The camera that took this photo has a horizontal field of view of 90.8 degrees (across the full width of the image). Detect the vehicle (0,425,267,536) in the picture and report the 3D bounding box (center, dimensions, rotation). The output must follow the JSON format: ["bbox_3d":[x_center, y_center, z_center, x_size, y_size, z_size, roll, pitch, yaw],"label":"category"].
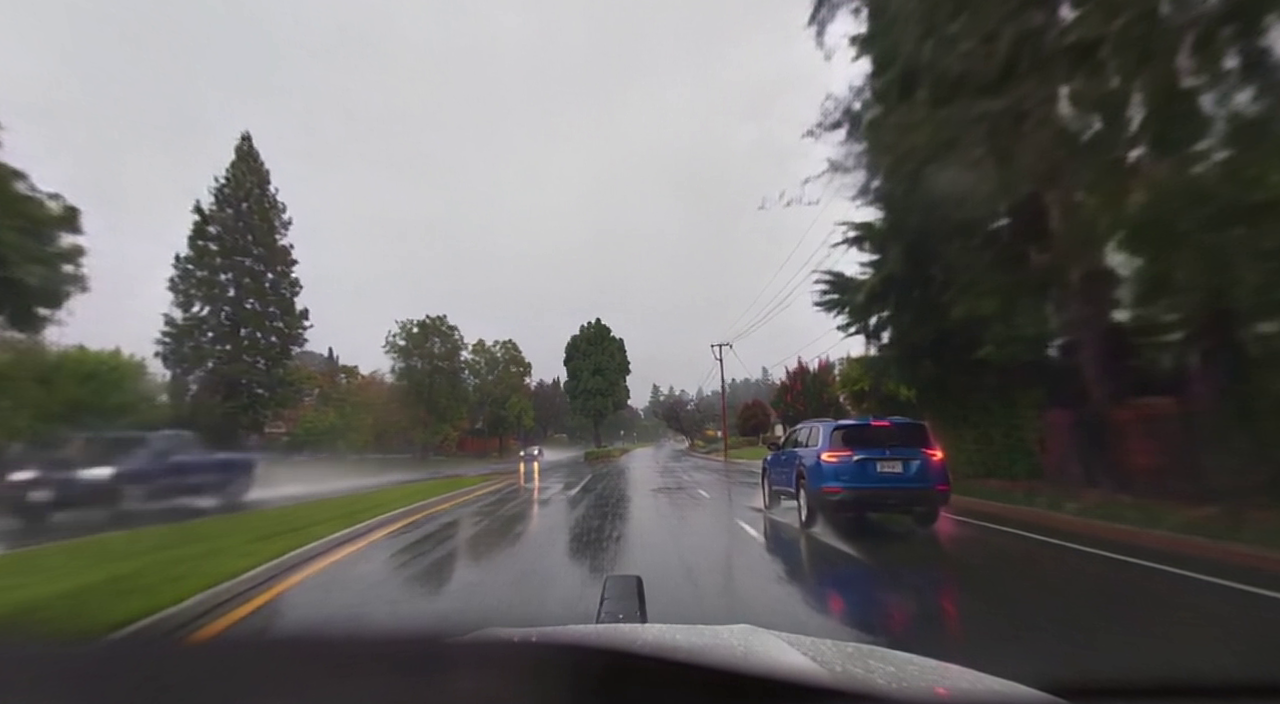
[{"bbox_3d":[-9.879,2.408,12.486,2.075,1.739,4.864,0,-9,-1],"label":"vehicle"}]

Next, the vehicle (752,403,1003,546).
[{"bbox_3d":[3.428,1.901,10.405,2.193,1.777,4.772,0,-9,-1],"label":"vehicle"}]
